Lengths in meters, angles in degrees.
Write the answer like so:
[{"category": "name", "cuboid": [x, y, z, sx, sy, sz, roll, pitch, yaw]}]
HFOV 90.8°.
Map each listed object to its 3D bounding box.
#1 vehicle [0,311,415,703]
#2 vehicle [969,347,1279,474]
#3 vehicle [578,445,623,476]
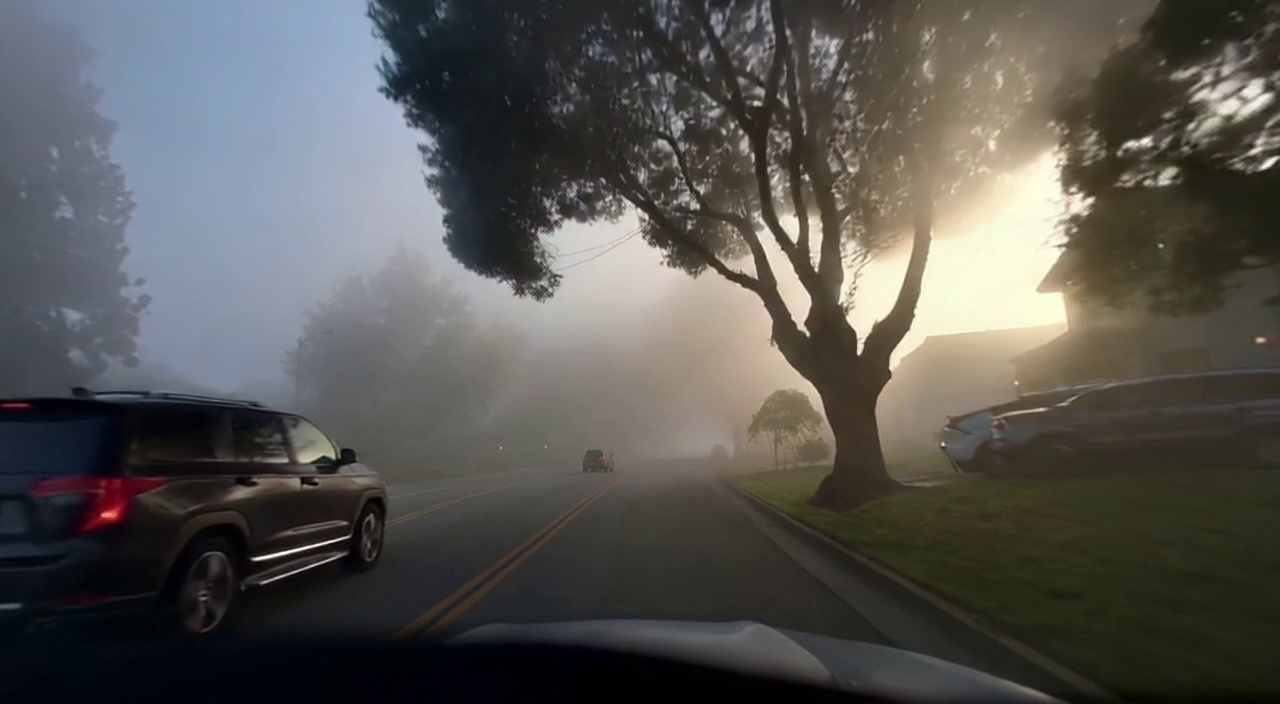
[{"category": "vehicle", "cuboid": [-4.022, 1.236, 5.694, 2.085, 2.084, 5.133, -1, -9, 0]}, {"category": "vehicle", "cuboid": [9.012, 1.123, 11.043, 5.492, 1.923, 2.103, -5, -10, 23]}, {"category": "vehicle", "cuboid": [-2.273, 6.378, 37.273, 2.001, 1.664, 4.174, -2, -9, 6]}]
